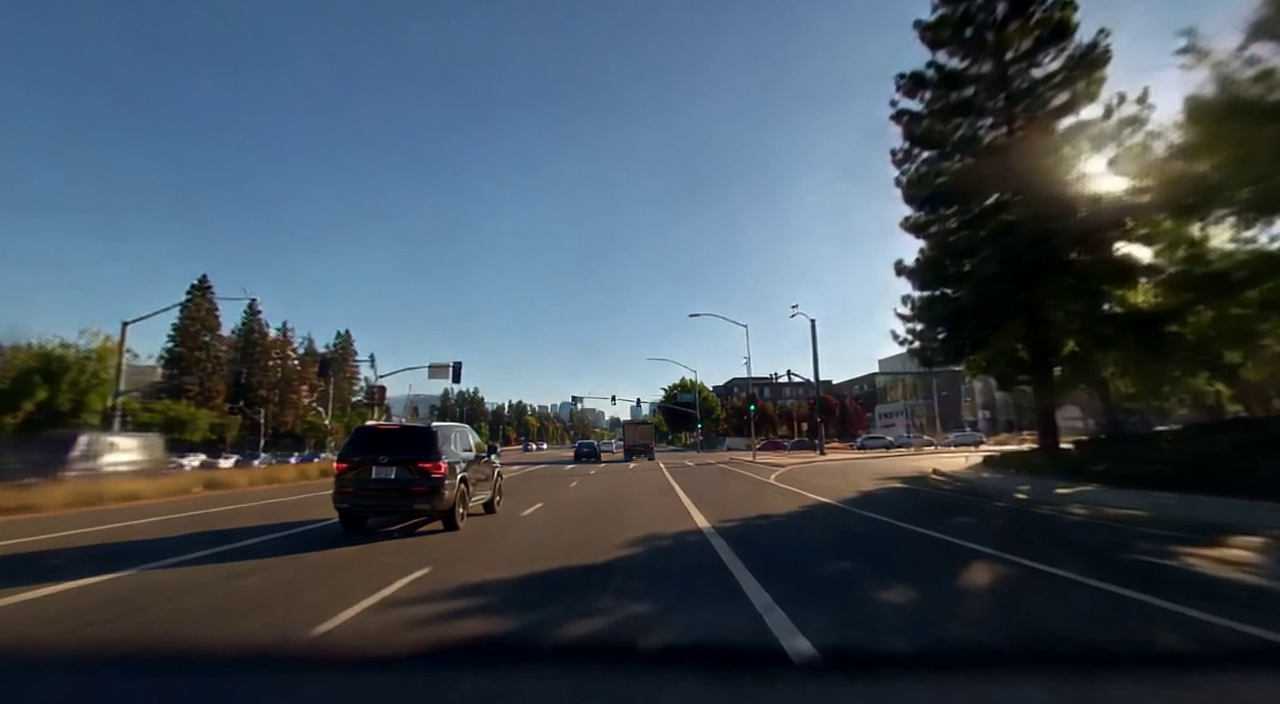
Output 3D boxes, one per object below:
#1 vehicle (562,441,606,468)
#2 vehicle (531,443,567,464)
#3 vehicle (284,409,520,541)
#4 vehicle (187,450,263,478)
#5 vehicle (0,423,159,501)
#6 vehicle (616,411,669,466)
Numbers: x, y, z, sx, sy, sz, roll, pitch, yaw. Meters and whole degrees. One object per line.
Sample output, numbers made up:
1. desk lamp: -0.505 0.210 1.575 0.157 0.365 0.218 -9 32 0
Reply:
1. vehicle: -3.182 5.904 36.423 2.023 1.483 4.143 0 -8 1
2. vehicle: -6.662 7.467 46.397 1.933 1.477 4.119 0 -8 1
3. vehicle: -3.807 2.080 11.297 2.178 1.826 4.933 0 -8 1
4. vehicle: -28.424 7.667 43.179 1.945 1.741 4.644 0 -8 1
5. vehicle: -21.528 3.998 23.339 2.406 2.509 5.940 0 -8 1
6. vehicle: 0.222 5.366 38.724 2.993 3.051 6.692 0 -8 2
